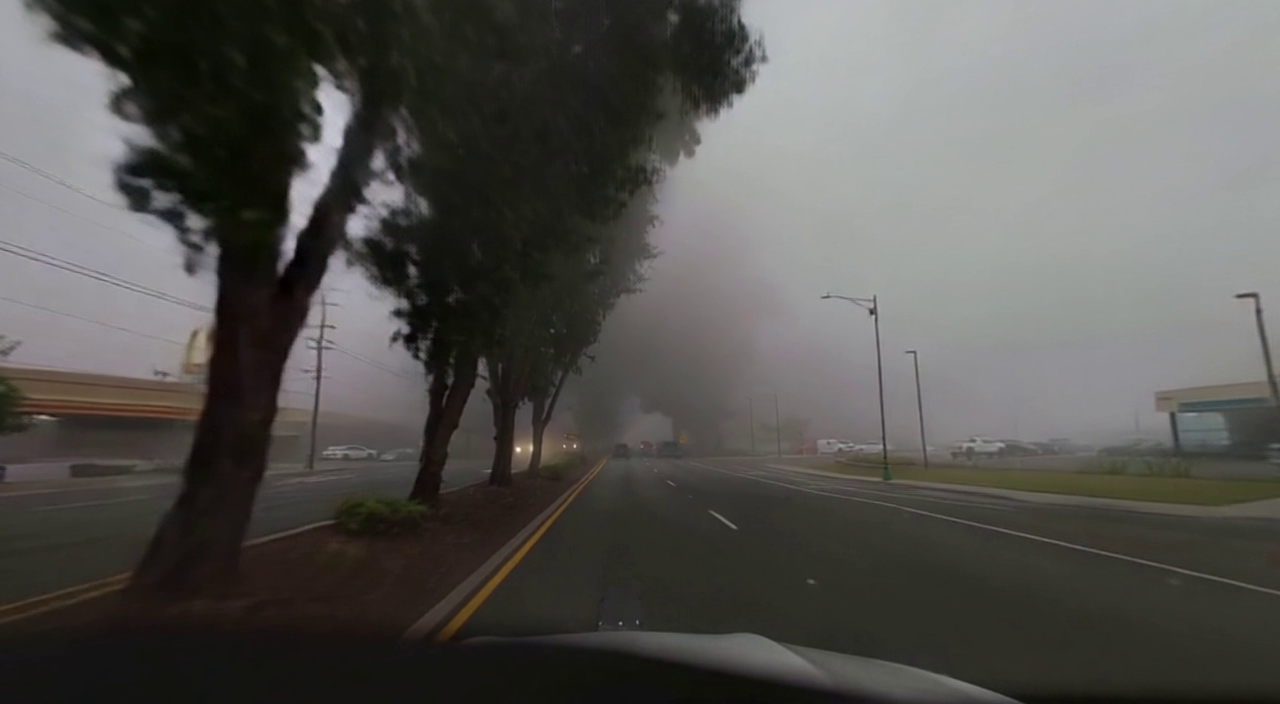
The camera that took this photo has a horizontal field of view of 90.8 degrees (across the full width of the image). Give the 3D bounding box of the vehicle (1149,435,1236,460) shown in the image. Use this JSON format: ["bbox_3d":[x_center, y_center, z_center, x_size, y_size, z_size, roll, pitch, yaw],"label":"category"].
[{"bbox_3d":[40.623,7.037,46.654,2.228,1.745,4.652,0,-8,1],"label":"vehicle"}]

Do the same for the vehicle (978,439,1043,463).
[{"bbox_3d":[26.915,7.234,46.135,2.066,1.655,4.485,-1,-9,1],"label":"vehicle"}]

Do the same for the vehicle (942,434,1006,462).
[{"bbox_3d":[24.318,7.021,46.228,2.136,1.872,4.695,-1,-9,0],"label":"vehicle"}]
